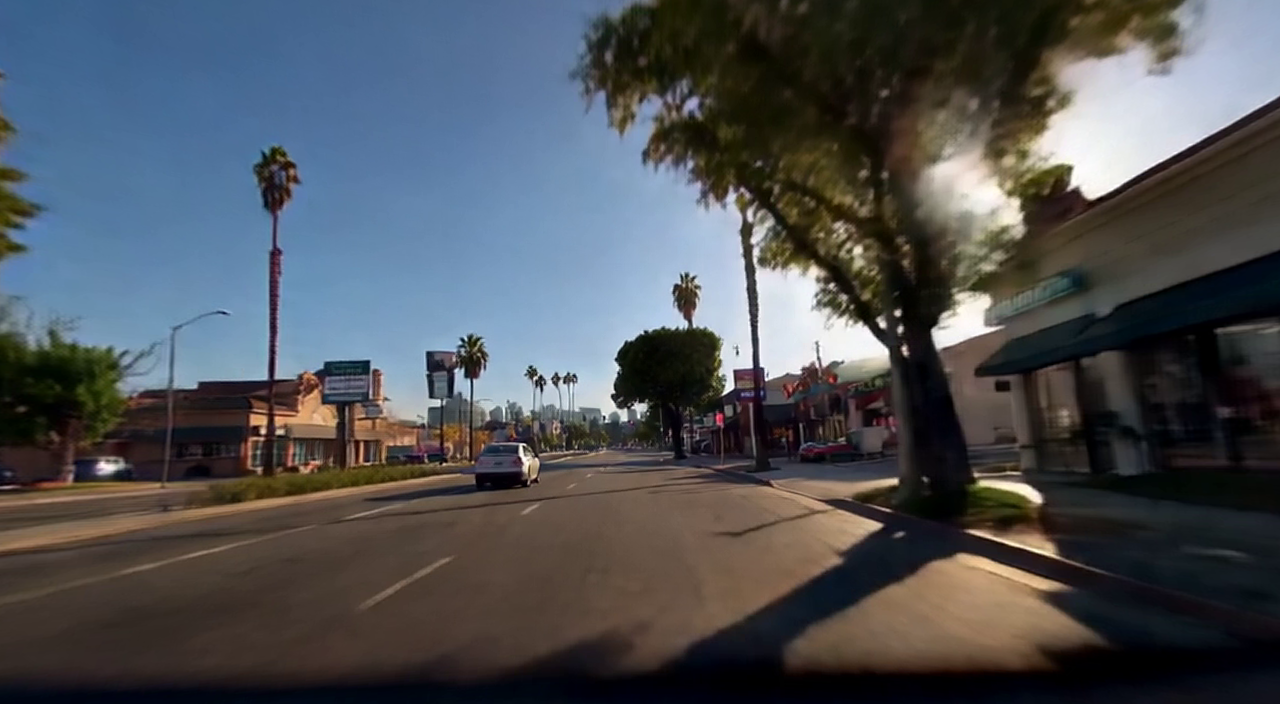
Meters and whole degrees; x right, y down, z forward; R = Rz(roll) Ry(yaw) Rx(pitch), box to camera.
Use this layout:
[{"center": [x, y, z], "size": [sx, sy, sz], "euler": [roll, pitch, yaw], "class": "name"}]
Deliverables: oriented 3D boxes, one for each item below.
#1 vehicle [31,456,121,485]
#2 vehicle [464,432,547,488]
[{"center": [-34.825, 7.307, 39.014], "size": [1.867, 1.568, 4.132], "euler": [1, -8, -4], "class": "vehicle"}, {"center": [-4.806, 3.916, 23.234], "size": [2.136, 1.844, 4.363], "euler": [0, -8, -1], "class": "vehicle"}]
